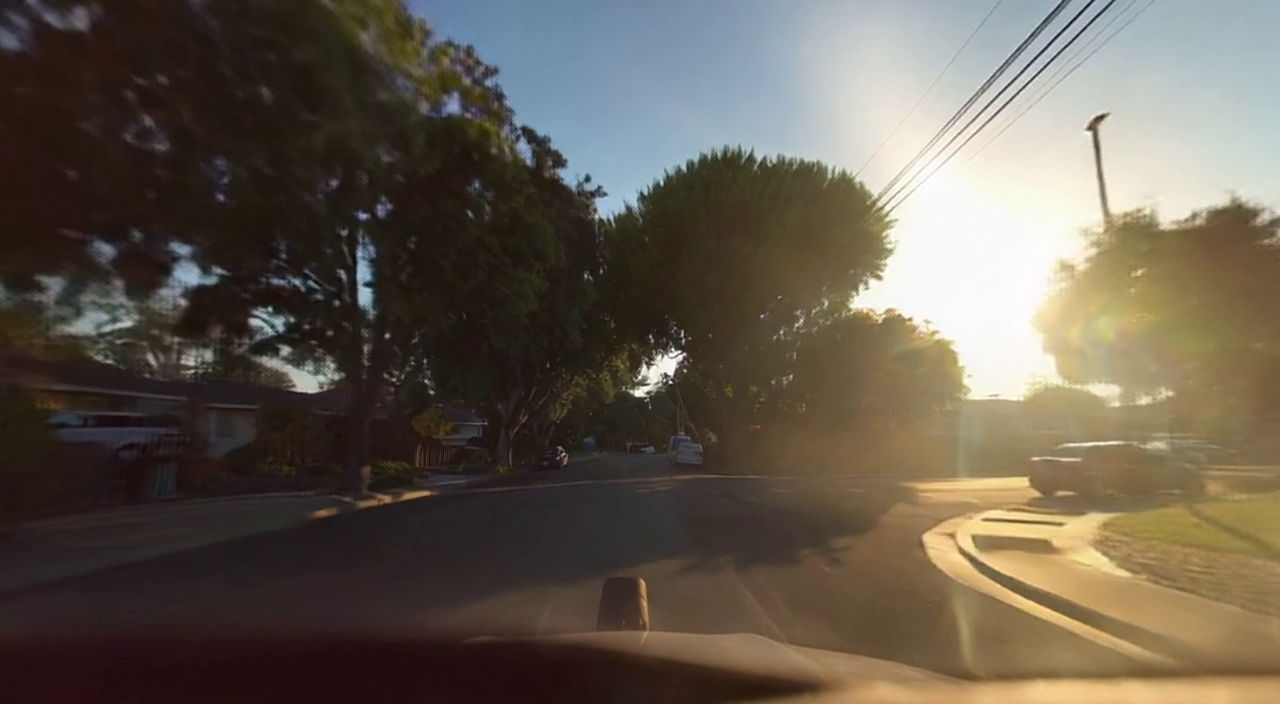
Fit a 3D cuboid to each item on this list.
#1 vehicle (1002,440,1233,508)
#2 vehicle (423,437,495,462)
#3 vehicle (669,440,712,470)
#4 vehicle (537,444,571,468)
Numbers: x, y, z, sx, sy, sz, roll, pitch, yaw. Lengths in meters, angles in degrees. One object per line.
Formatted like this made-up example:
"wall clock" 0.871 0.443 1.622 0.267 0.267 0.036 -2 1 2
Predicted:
"vehicle" 12.596 3.162 16.717 4.708 1.527 2.113 0 -8 -10
"vehicle" -13.830 7.513 48.272 5.019 1.867 2.006 1 -9 -8
"vehicle" 3.143 6.506 39.820 2.140 1.749 4.369 1 -9 -3
"vehicle" -6.025 7.305 44.296 1.947 1.557 3.900 0 -9 -2
